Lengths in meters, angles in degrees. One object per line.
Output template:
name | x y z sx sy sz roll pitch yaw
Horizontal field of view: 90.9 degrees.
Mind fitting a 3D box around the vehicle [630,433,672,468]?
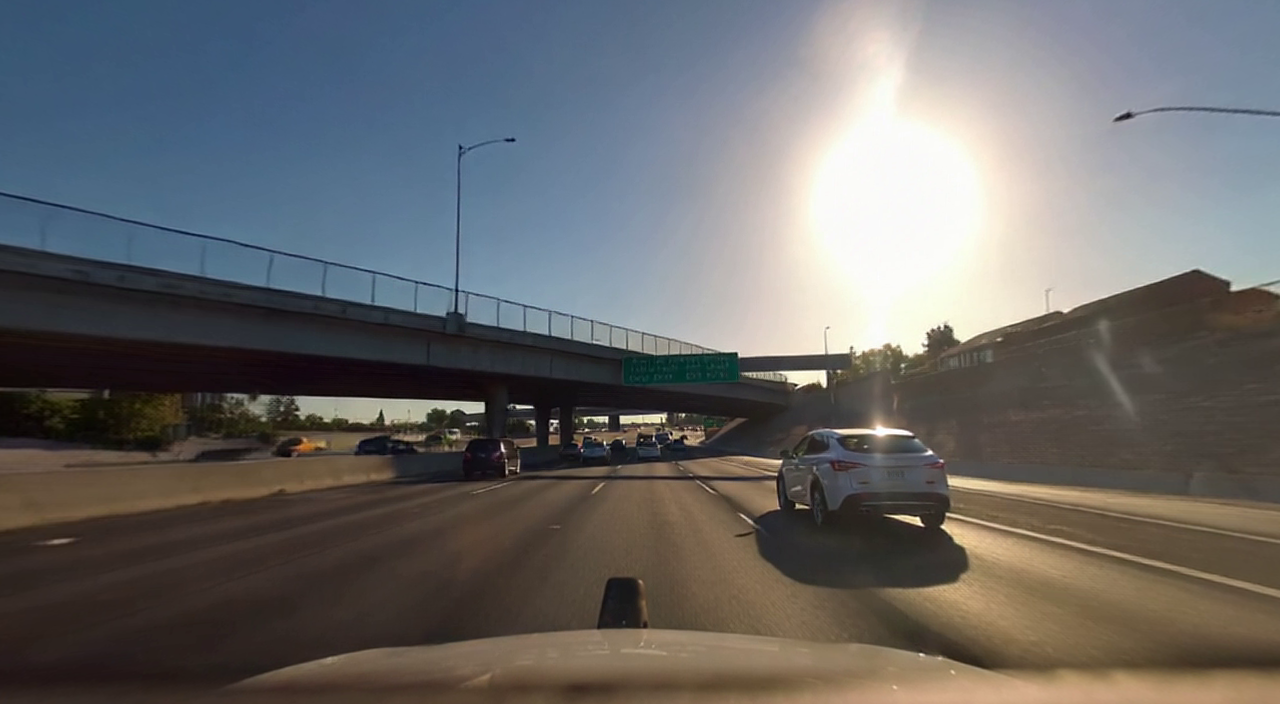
vehicle | 0.606 5.325 34.240 2.133 1.739 3.925 0 -8 1

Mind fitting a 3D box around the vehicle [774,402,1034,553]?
vehicle | 3.716 1.868 10.061 2.083 1.823 4.627 0 -8 -1

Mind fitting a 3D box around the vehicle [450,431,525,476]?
vehicle | -6.100 4.111 25.745 1.946 1.688 4.019 0 -8 1

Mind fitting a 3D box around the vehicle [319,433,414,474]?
vehicle | -12.364 4.600 28.916 2.076 1.701 5.093 0 -8 0

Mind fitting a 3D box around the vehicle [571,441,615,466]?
vehicle | -2.677 5.945 37.081 2.205 1.406 4.286 0 -8 1
